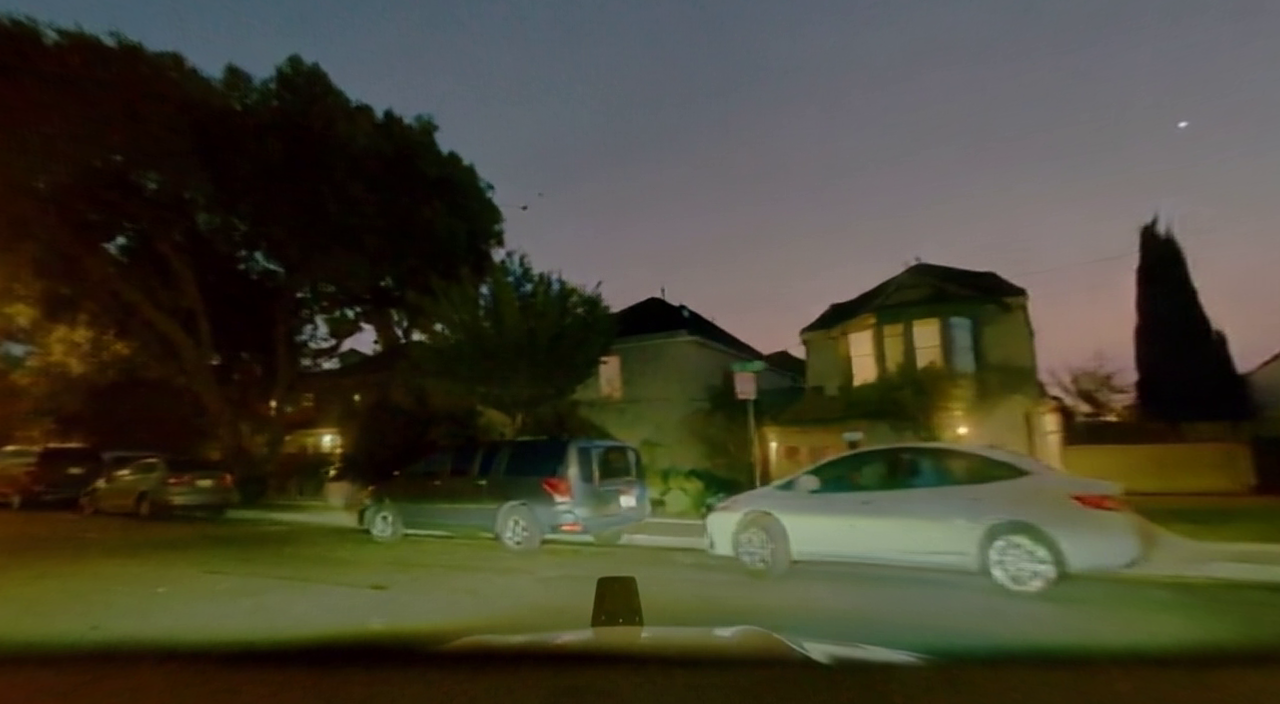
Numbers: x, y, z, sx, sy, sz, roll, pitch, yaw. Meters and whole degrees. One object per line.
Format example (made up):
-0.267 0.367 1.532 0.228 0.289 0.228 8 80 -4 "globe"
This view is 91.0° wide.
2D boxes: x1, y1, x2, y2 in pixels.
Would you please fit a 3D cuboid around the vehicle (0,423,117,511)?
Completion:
-17.300 3.099 17.736 4.893 2.129 1.993 -2 -8 28 "vehicle"

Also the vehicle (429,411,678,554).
-1.247 2.146 11.297 2.046 1.969 4.585 -5 -9 28 "vehicle"

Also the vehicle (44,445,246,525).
-11.495 2.957 14.589 4.476 1.442 1.828 -2 -8 27 "vehicle"

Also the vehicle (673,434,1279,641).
3.073 1.691 6.848 5.075 1.436 1.863 -2 -8 28 "vehicle"

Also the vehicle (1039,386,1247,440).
14.971 1.869 19.103 4.565 1.479 1.775 -2 -8 26 "vehicle"
